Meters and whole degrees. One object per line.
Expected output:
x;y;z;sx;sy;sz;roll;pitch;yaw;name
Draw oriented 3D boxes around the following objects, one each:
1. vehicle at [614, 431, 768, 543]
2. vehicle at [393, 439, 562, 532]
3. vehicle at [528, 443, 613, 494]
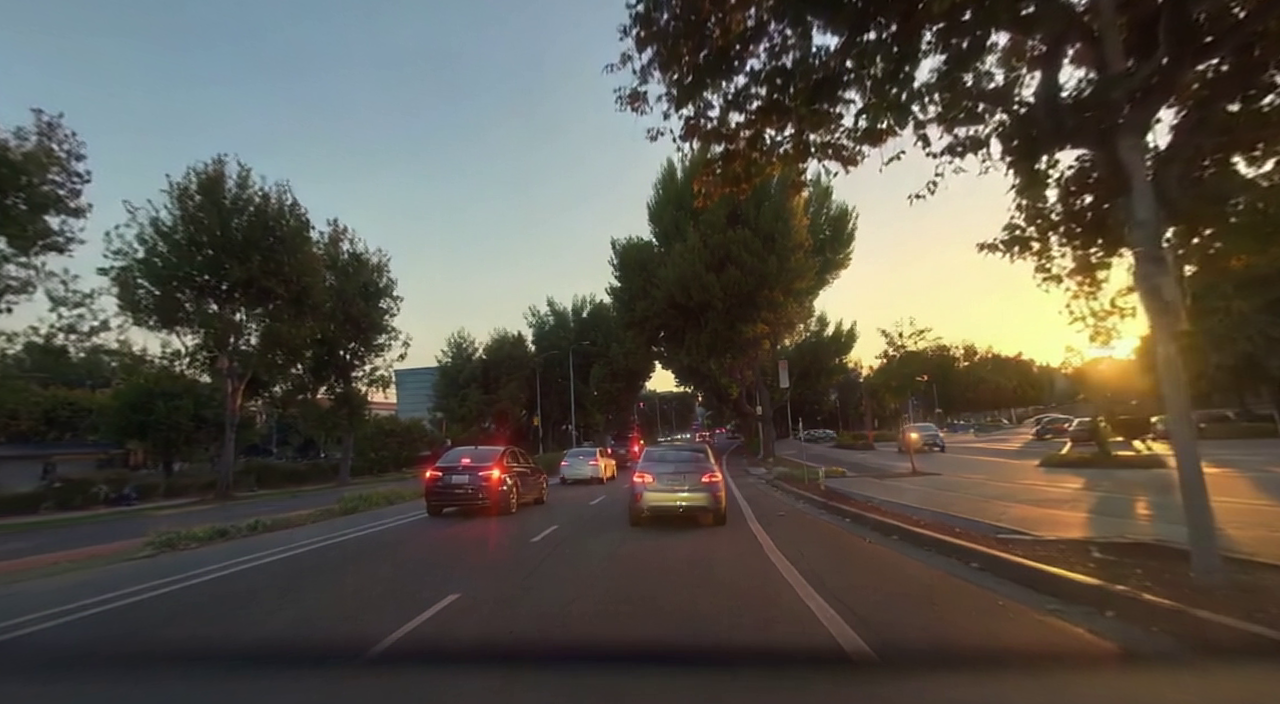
0.775;2.201;10.888;2.142;1.528;4.133;0;-9;2;vehicle
-2.950;2.522;12.540;1.940;1.502;4.241;-1;-9;5;vehicle
-2.166;3.766;20.780;1.870;1.490;4.187;-1;-9;7;vehicle
